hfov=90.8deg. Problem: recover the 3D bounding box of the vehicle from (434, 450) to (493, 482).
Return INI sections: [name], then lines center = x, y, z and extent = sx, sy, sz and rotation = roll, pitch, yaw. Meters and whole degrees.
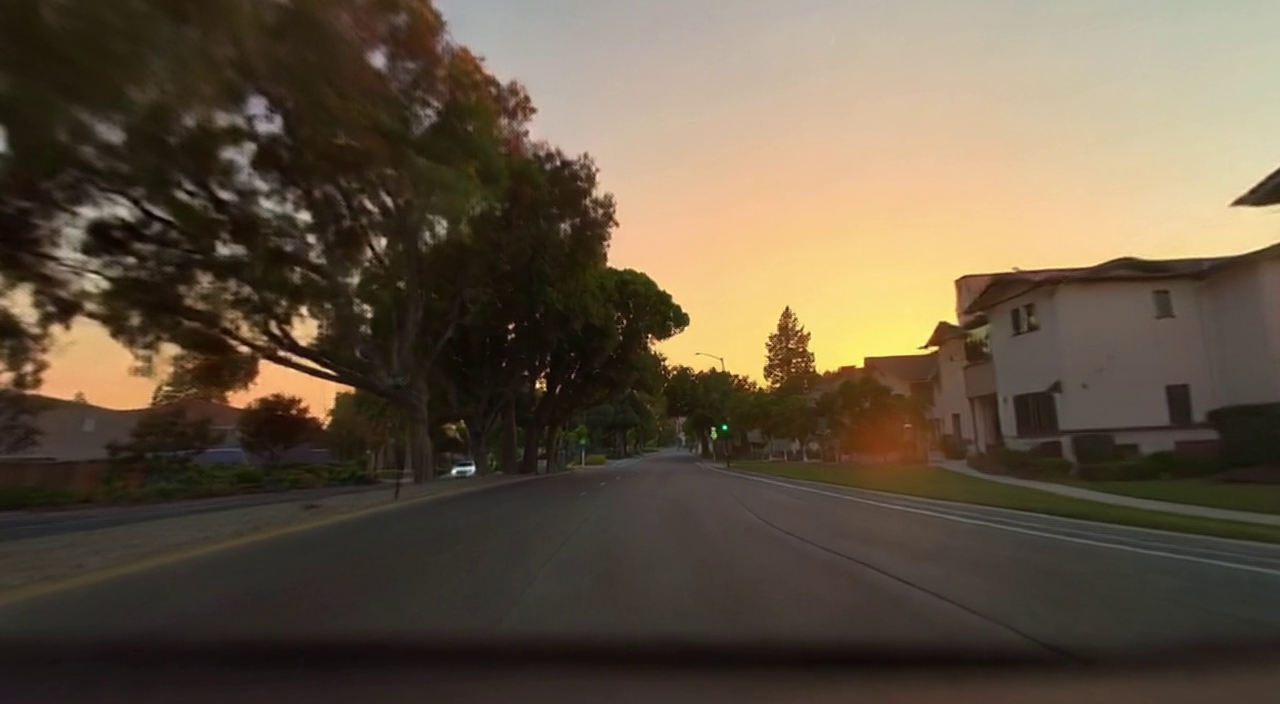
[vehicle]
center = -10.974, 7.102, 39.749
extent = 2.113, 1.788, 4.701
rotation = -2, -9, 4
